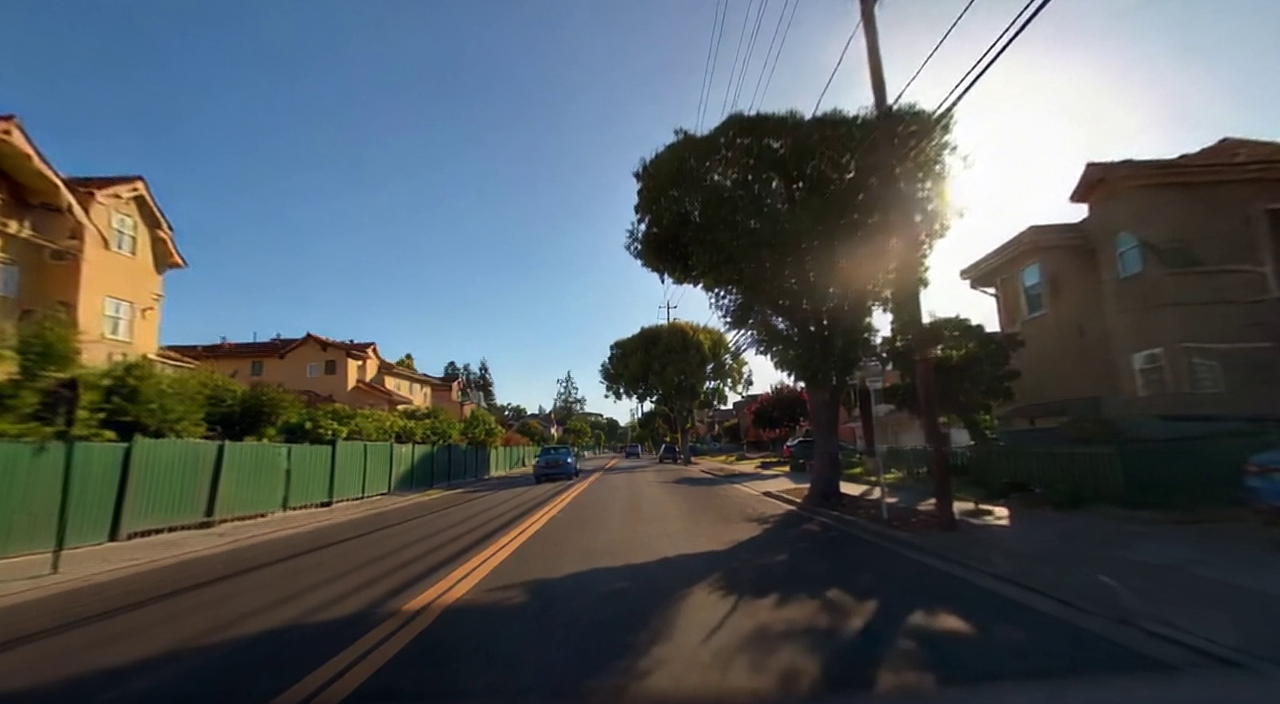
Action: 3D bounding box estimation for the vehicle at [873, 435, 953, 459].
[{"bbox_3d":[18.680,6.535,43.401,4.558,1.554,1.990,-1,-9,4],"label":"vehicle"}]

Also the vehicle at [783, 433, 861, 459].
[{"bbox_3d":[12.432,6.461,43.435,4.701,1.745,2.083,-1,-9,2],"label":"vehicle"}]

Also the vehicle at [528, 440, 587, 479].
[{"bbox_3d":[-3.753,4.993,29.520,2.146,1.657,4.351,0,-9,0],"label":"vehicle"}]
